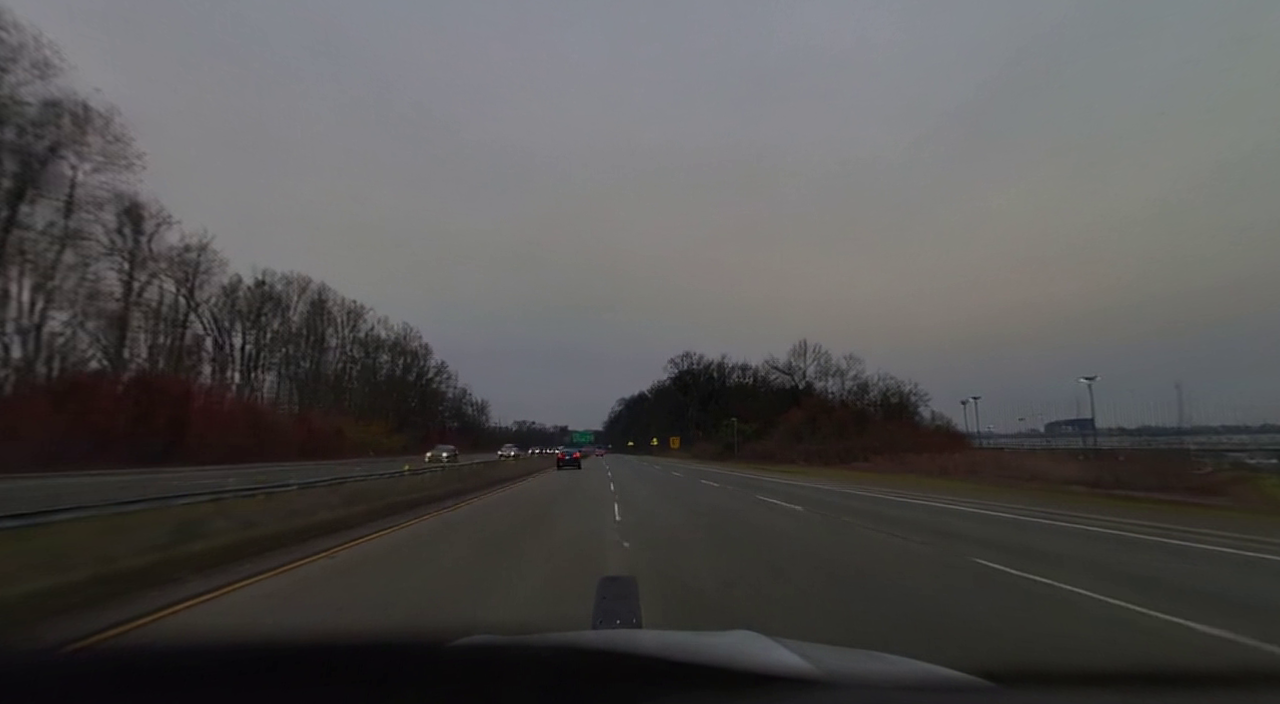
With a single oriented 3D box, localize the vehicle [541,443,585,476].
[{"bbox_3d":[-4.130,5.827,34.228,2.151,1.693,4.201,0,-9,-4],"label":"vehicle"}]
